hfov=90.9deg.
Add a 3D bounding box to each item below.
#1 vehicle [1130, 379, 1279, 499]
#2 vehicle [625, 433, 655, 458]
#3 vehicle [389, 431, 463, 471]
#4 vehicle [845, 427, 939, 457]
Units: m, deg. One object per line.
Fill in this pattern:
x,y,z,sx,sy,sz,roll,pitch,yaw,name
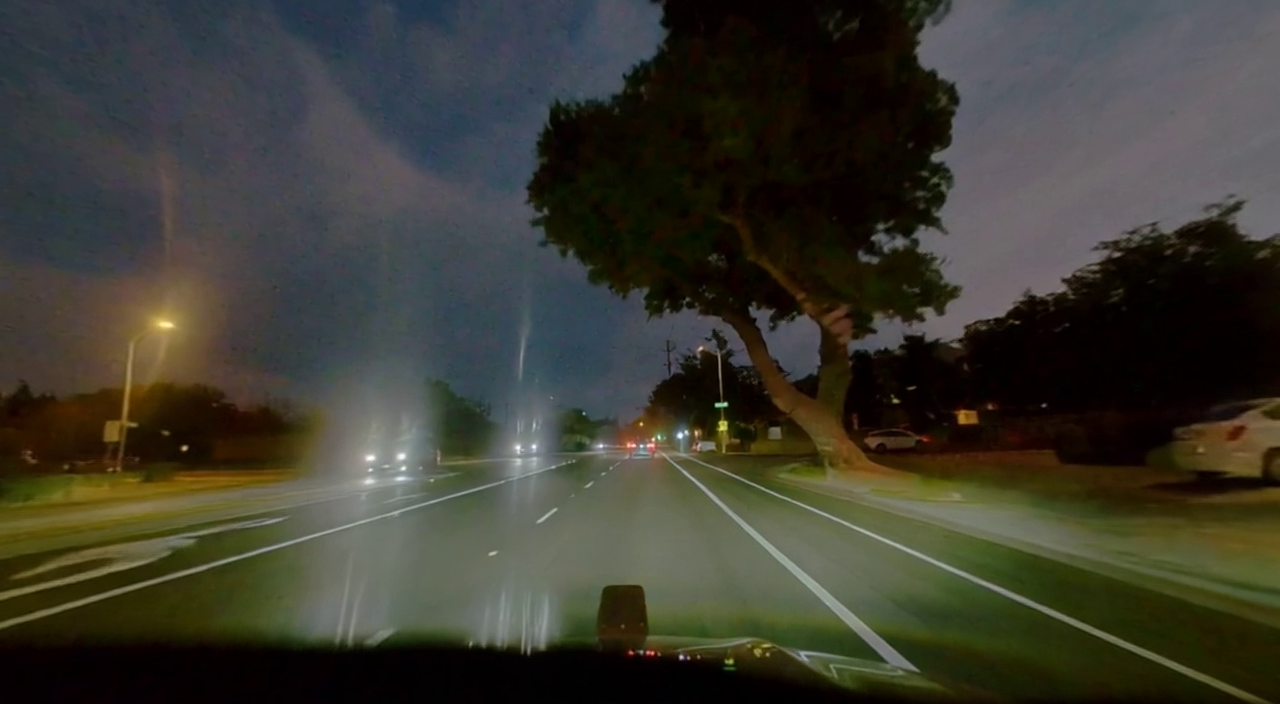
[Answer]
12.154,1.434,11.314,4.722,1.901,2.079,-4,-9,3,vehicle
-0.035,6.616,44.599,2.024,1.655,4.301,0,-8,0,vehicle
-11.339,5.299,33.855,2.163,1.943,5.035,0,-8,0,vehicle
14.748,5.318,37.102,4.663,1.677,1.934,0,-8,-2,vehicle
